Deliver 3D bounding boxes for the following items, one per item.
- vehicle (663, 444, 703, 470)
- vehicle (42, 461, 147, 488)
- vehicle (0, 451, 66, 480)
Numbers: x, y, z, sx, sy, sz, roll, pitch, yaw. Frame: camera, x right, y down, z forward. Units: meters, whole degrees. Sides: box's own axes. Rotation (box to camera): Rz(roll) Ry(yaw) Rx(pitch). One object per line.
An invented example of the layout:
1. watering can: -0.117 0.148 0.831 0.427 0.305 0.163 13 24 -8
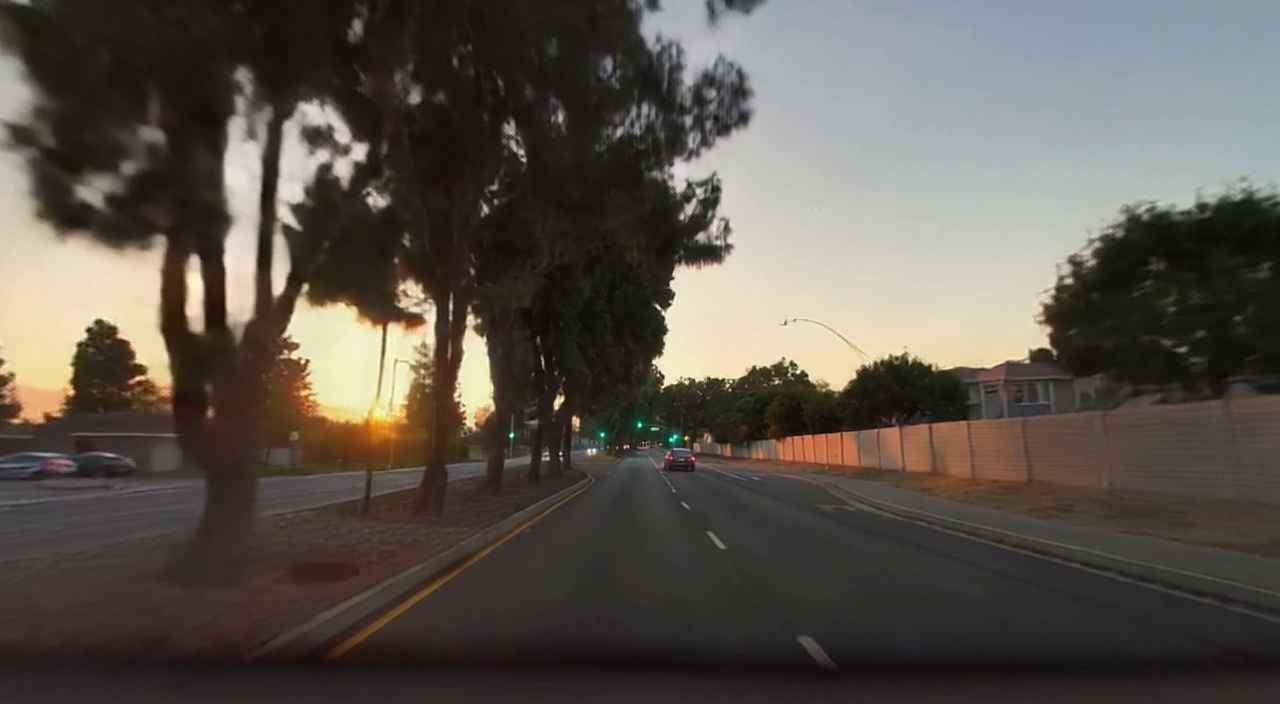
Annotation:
1. vehicle: 2.561 6.392 38.385 2.105 1.490 4.008 0 -9 -1
2. vehicle: -32.279 7.233 37.348 4.384 1.463 1.969 0 -9 0
3. vehicle: -42.715 7.821 43.312 2.040 1.792 4.780 -4 -7 -1
